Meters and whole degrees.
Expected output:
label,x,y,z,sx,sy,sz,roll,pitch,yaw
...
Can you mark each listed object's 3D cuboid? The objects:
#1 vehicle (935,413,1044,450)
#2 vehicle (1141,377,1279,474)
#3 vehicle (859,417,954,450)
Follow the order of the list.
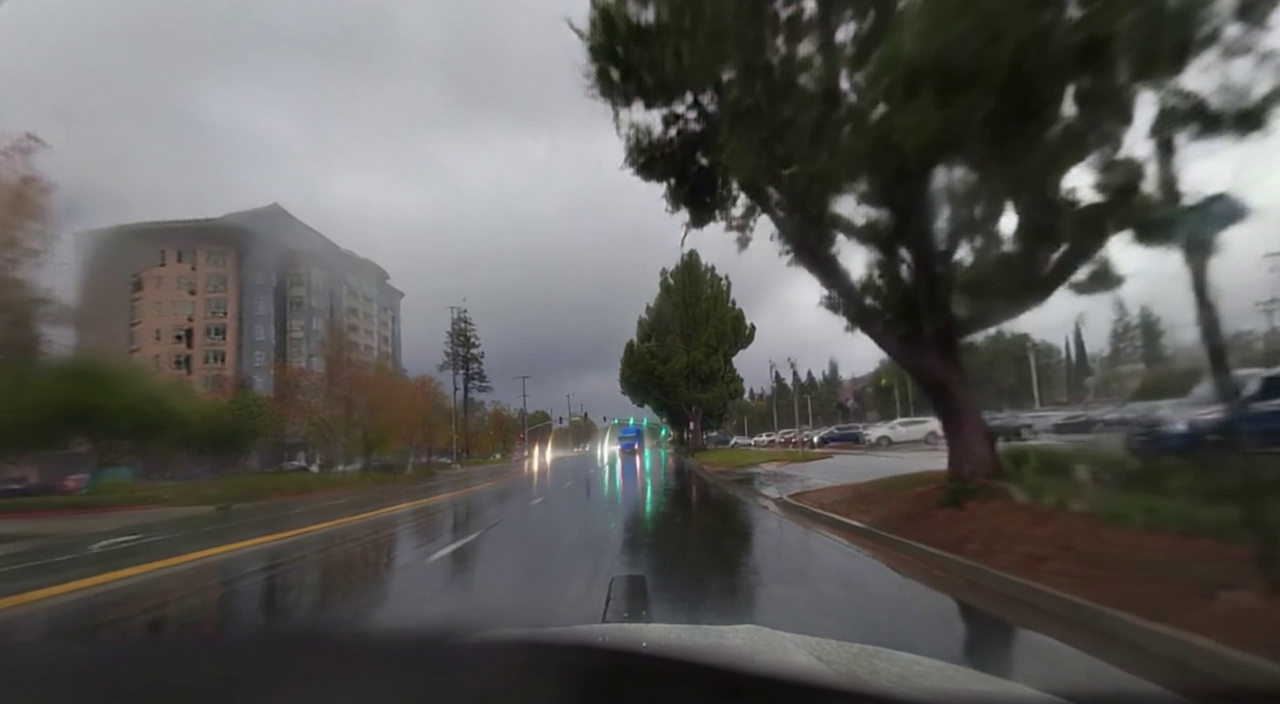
label,x,y,z,sx,sy,sz,roll,pitch,yaw
vehicle,17.769,4.075,32.093,4.653,1.782,2.042,2,-9,-16
vehicle,13.212,1.520,12.785,4.358,1.796,1.995,0,-9,-2
vehicle,16.905,5.212,40.117,5.051,2.038,2.142,1,-9,-9
